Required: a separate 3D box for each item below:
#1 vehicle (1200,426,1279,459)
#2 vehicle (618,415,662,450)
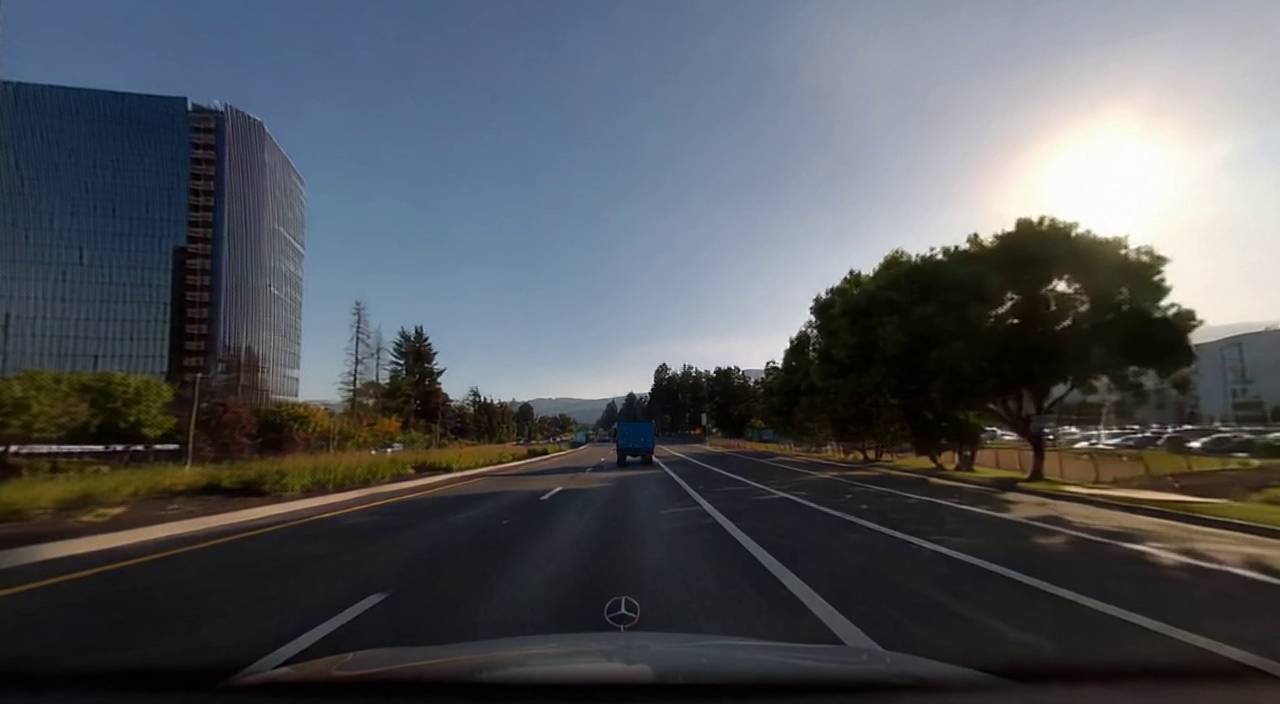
[{"bbox_3d":[35.702,5.264,36.938,4.297,1.798,1.955,0,-8,-10],"label":"vehicle"},{"bbox_3d":[-0.093,4.507,34.950,2.178,1.829,4.932,0,-9,-3],"label":"vehicle"}]
